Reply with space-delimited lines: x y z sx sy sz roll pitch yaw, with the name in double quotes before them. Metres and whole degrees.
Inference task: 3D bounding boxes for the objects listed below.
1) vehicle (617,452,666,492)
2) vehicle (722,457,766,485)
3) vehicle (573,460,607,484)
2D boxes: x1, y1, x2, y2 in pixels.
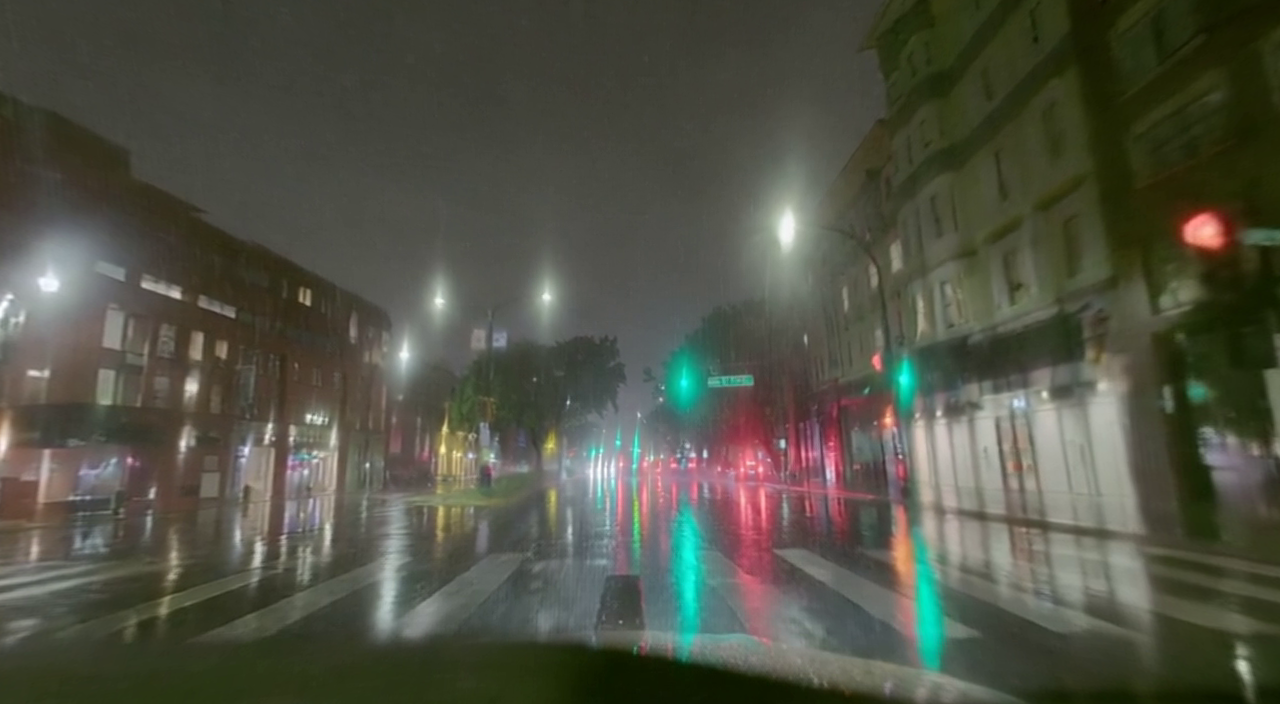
"vehicle" -0.004 5.797 30.944 2.223 1.775 4.250 0 -9 -1
"vehicle" 6.729 7.691 41.119 2.069 1.590 4.066 0 -9 -1
"vehicle" -3.328 8.045 42.591 2.014 1.470 4.552 0 -9 -1
